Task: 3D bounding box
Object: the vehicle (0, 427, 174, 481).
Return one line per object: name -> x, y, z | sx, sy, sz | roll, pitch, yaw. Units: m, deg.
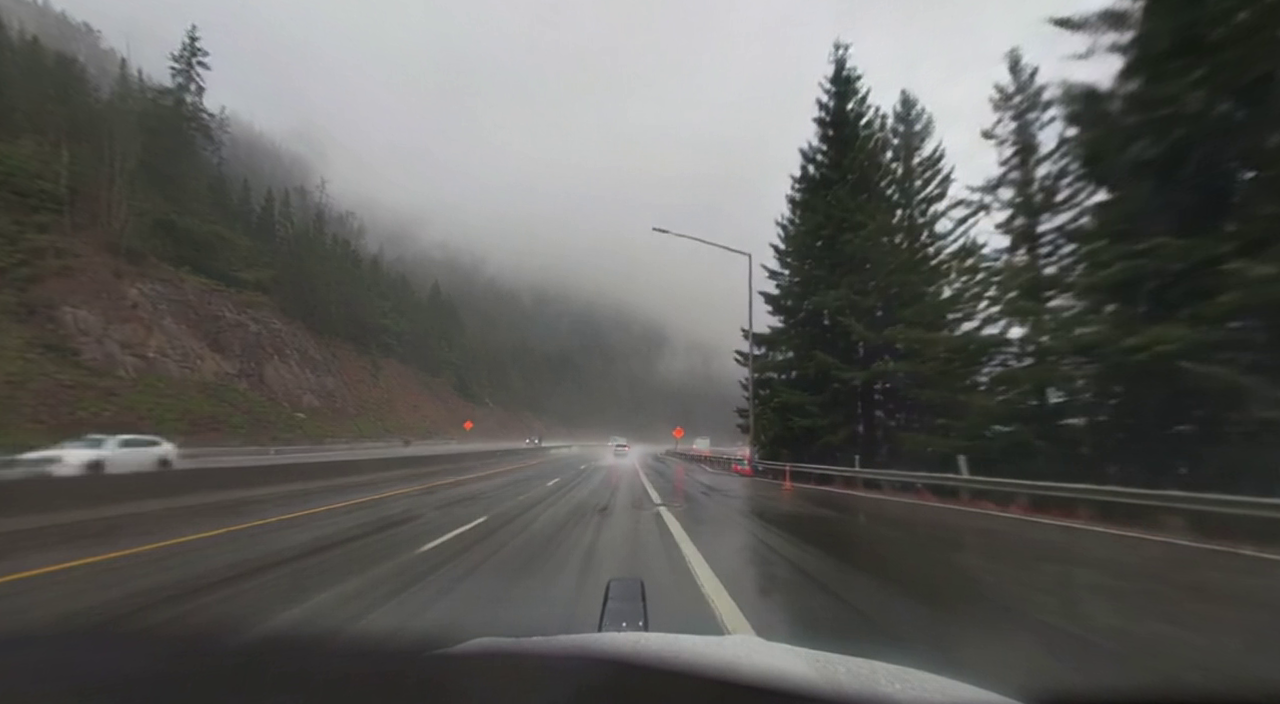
vehicle -> -19.145, 3.543, 22.125 | 1.952, 1.661, 4.651 | -1, -9, 0
